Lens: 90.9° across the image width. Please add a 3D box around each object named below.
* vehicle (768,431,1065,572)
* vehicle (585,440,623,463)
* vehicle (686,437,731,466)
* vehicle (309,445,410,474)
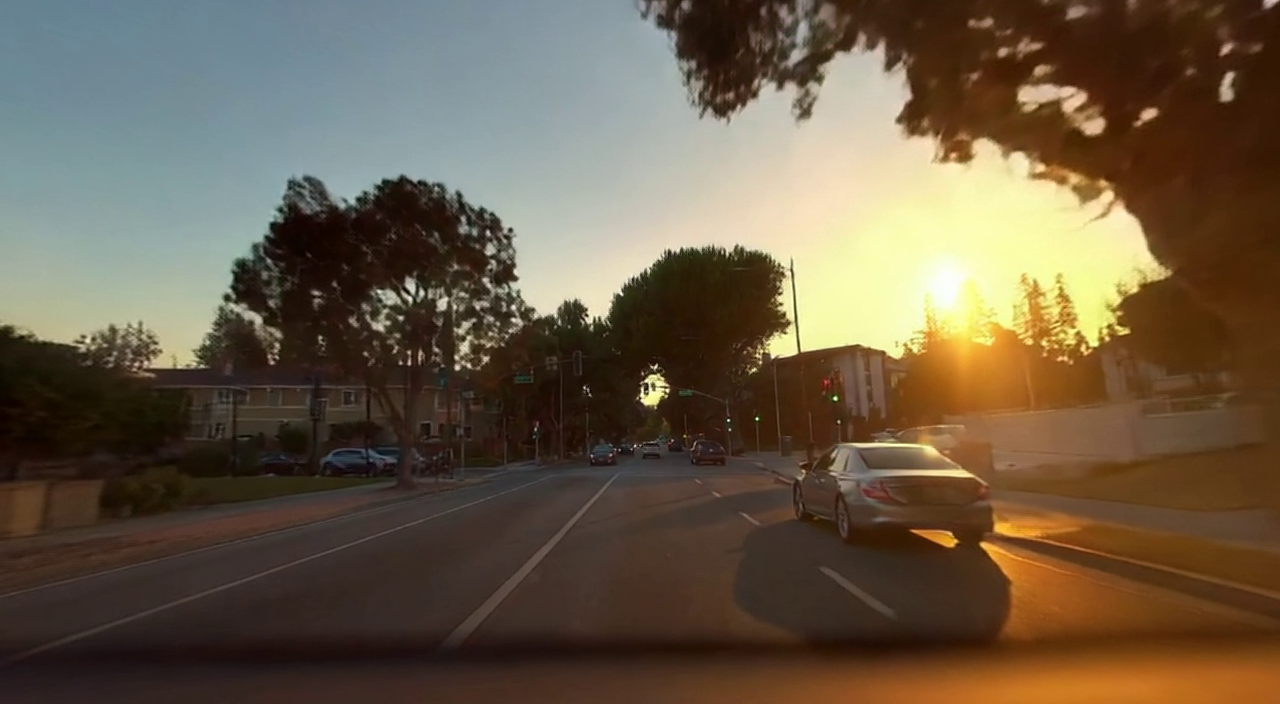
[{"bbox_3d":[3.428,1.963,9.143,2.072,1.471,4.834,0,-9,-1],"label":"vehicle"},{"bbox_3d":[-2.701,7.711,48.936,2.519,1.689,5.200,0,-9,1],"label":"vehicle"},{"bbox_3d":[3.875,5.783,36.562,2.035,1.564,4.719,0,-9,-1],"label":"vehicle"},{"bbox_3d":[-17.601,6.748,39.745,5.361,1.767,2.179,-1,-9,5],"label":"vehicle"}]
